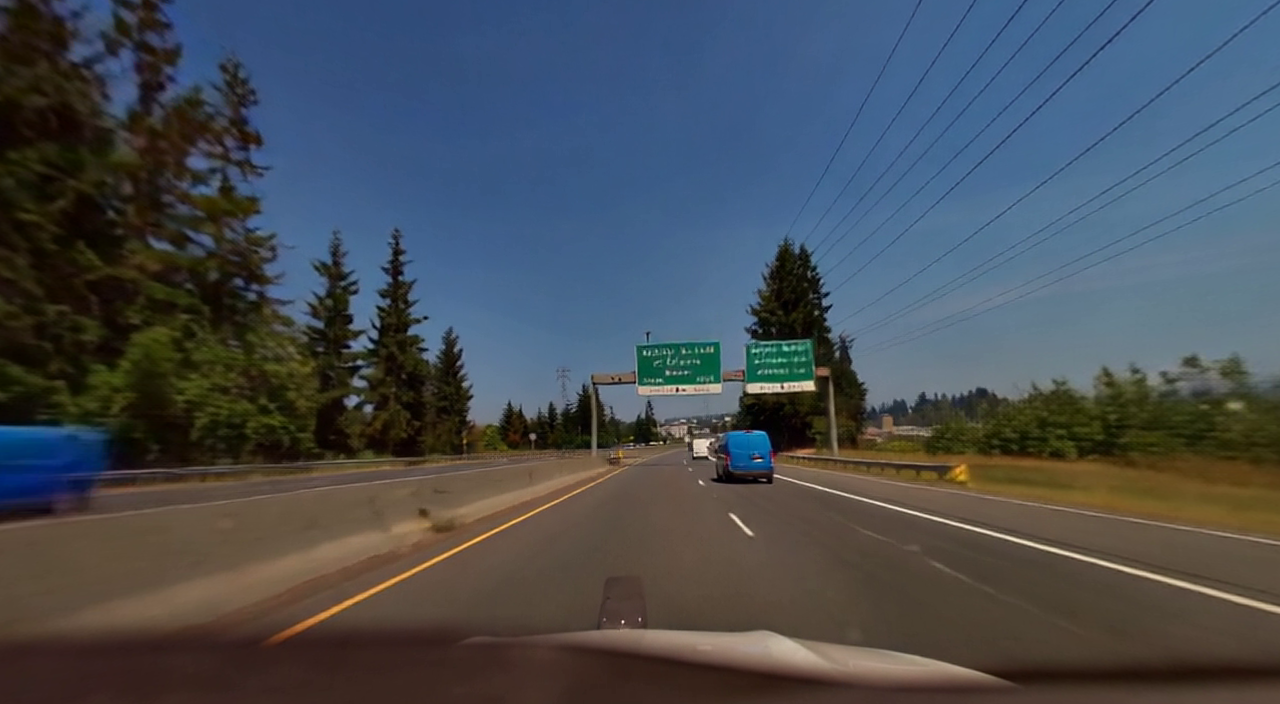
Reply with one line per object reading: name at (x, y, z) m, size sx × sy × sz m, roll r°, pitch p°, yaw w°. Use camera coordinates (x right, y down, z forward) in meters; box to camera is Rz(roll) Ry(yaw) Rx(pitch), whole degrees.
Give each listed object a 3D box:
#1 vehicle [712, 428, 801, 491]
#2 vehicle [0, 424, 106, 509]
vehicle at (3.950, 3.780, 22.370) m, size 2.261 × 1.969 × 5.104 m, roll 0°, pitch -9°, yaw 1°
vehicle at (-17.415, 3.032, 16.798) m, size 2.055 × 2.164 × 4.594 m, roll 0°, pitch -9°, yaw 4°
